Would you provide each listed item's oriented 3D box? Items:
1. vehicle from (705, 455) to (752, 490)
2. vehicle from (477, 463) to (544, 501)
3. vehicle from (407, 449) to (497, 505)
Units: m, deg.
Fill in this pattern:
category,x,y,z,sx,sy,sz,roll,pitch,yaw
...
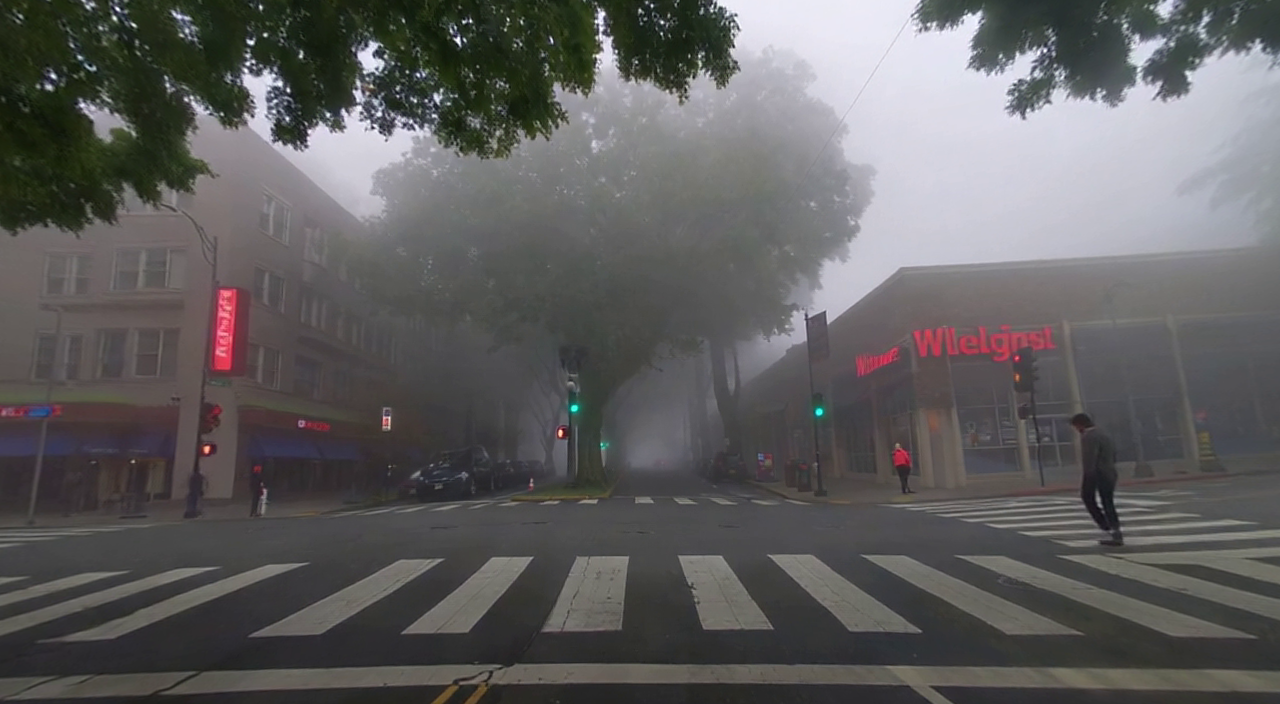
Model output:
category,x,y,z,sx,sy,sz,roll,pitch,yaw
vehicle,5.193,7.115,37.715,2.010,1.844,4.386,0,-8,-2
vehicle,-5.744,5.830,28.613,1.983,1.438,4.559,0,-8,1
vehicle,-8.809,5.853,30.309,2.489,2.323,5.843,0,-8,1
